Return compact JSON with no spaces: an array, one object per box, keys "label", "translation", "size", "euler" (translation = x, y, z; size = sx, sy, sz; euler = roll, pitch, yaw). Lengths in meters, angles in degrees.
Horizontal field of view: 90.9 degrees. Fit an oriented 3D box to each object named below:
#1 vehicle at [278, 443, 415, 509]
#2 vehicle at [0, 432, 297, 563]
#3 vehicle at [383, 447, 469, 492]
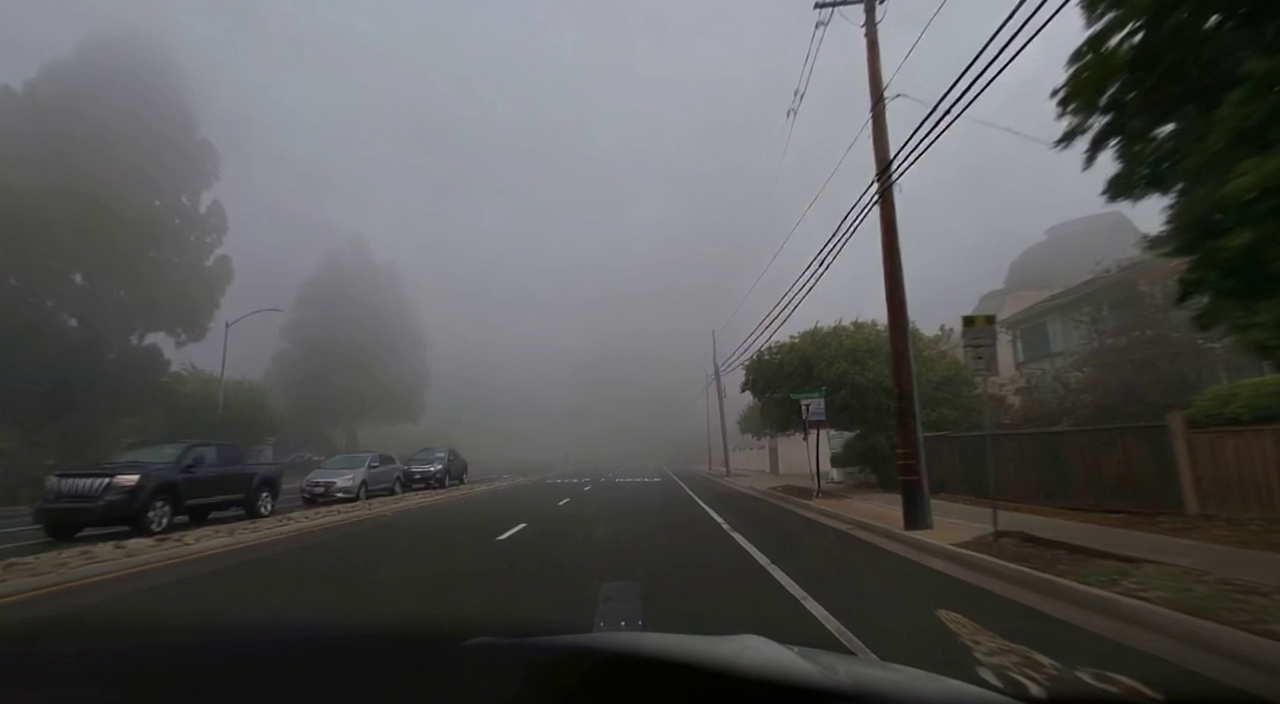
[{"label":"vehicle","translation":[-9.155,3.868,20.265],"size":[2.075,1.733,4.947],"euler":[-3,-9,0]},{"label":"vehicle","translation":[-8.727,2.420,11.417],"size":[2.293,1.839,4.793],"euler":[0,-8,0]},{"label":"vehicle","translation":[-9.166,5.029,27.466],"size":[2.084,1.741,4.737],"euler":[-1,-9,0]}]
